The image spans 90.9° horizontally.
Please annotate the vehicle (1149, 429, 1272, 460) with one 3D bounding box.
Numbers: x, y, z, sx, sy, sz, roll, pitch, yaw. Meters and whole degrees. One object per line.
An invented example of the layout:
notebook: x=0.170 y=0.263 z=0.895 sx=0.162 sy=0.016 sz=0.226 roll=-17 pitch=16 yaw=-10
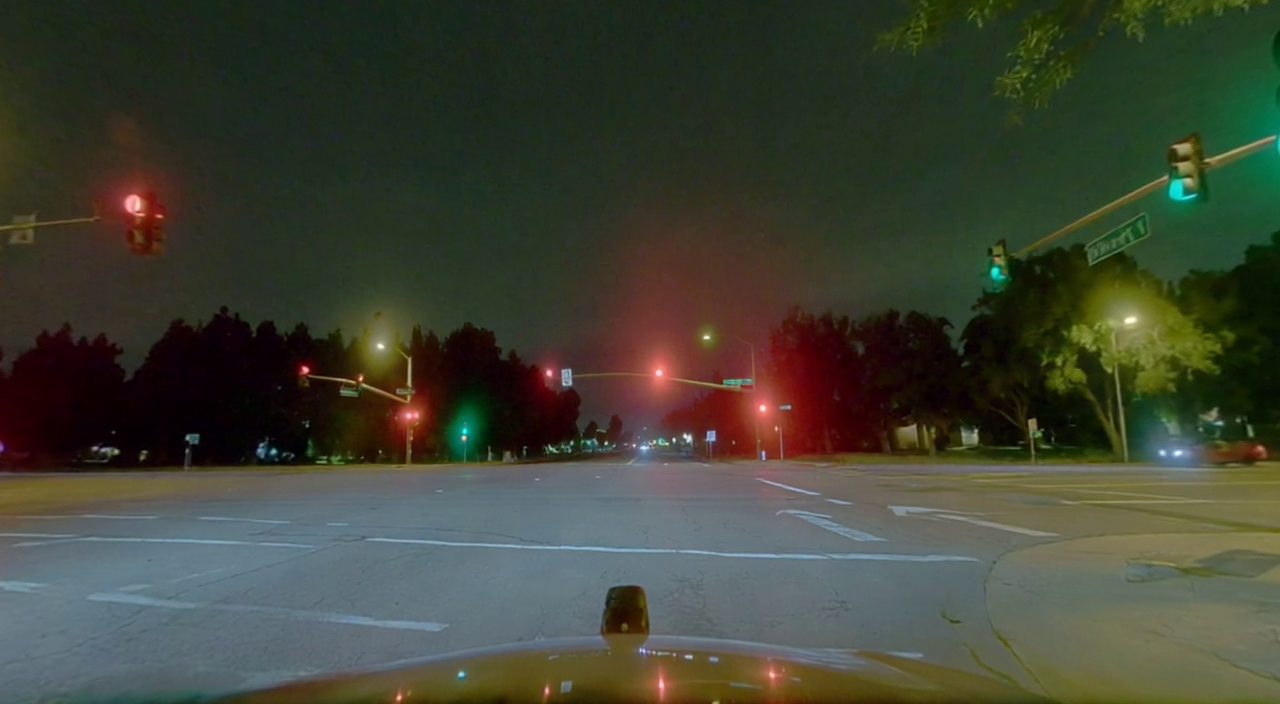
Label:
vehicle: x=27.832 y=4.541 z=30.908 sx=3.952 sy=1.468 sz=1.768 roll=-3 pitch=-9 yaw=21
